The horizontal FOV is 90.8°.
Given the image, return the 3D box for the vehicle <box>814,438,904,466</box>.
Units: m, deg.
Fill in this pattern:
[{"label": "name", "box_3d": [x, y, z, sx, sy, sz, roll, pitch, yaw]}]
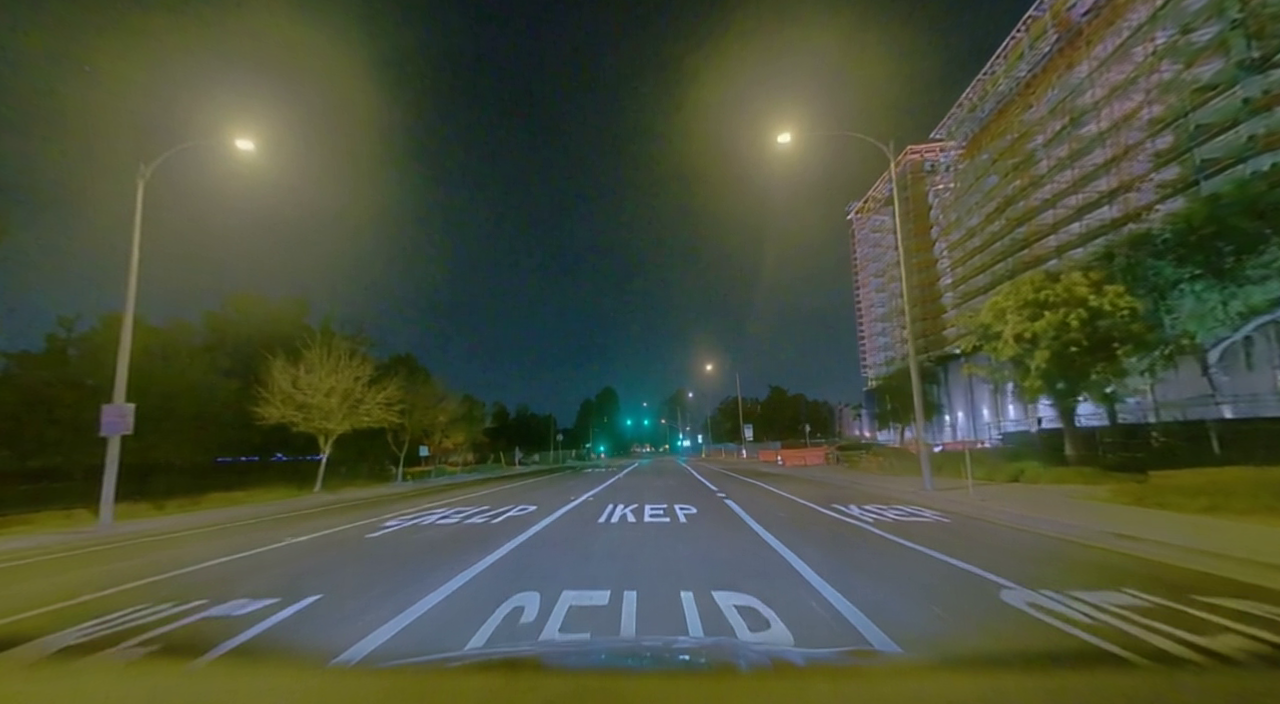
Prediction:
[{"label": "vehicle", "box_3d": [11.909, 5.481, 34.637, 4.251, 1.418, 1.896, -1, -9, 3]}]
